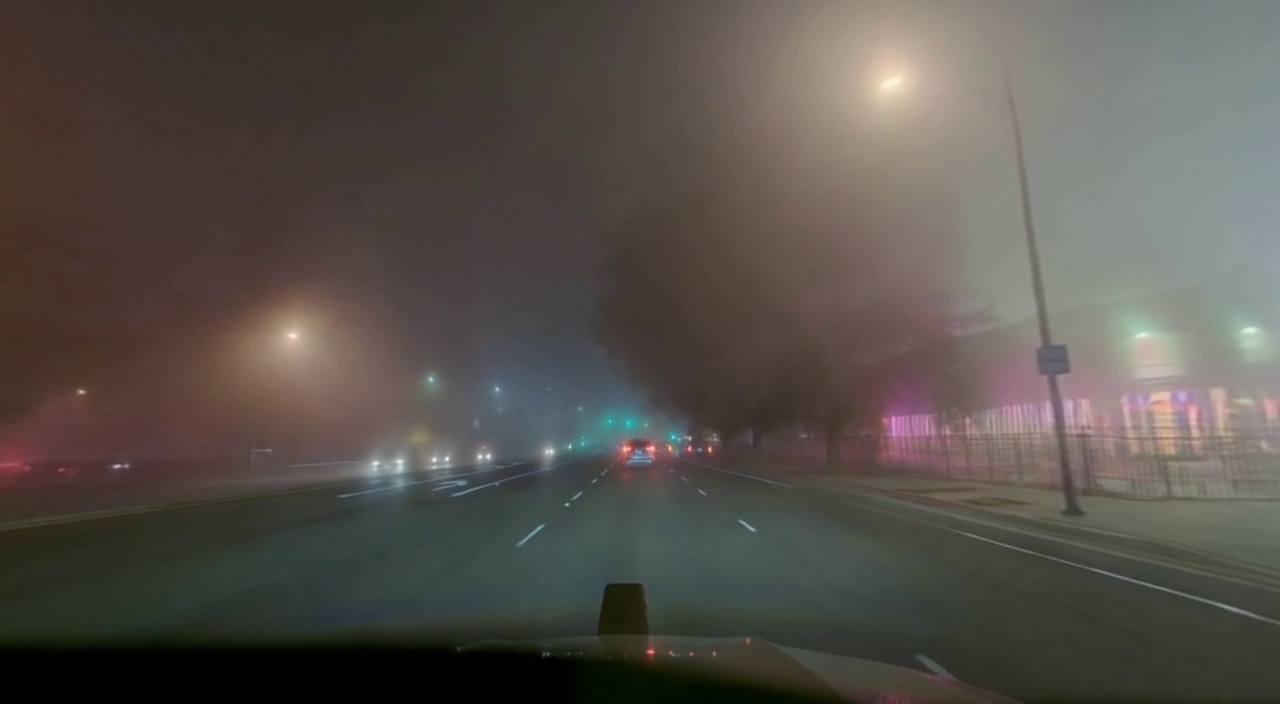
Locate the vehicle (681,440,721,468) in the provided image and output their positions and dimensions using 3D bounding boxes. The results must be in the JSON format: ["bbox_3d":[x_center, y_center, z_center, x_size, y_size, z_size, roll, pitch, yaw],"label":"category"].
[{"bbox_3d":[3.543,5.798,35.885,1.974,1.490,4.231,-2,-9,9],"label":"vehicle"}]

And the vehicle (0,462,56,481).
[{"bbox_3d":[-49.376,9.475,49.933,4.209,1.429,1.872,0,-8,-3],"label":"vehicle"}]

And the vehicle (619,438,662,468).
[{"bbox_3d":[0.107,5.979,37.615,2.000,1.671,4.276,-1,-8,8],"label":"vehicle"}]

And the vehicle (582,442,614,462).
[{"bbox_3d":[-3.272,7.847,49.630,2.189,1.441,4.350,0,-8,0],"label":"vehicle"}]

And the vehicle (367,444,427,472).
[{"bbox_3d":[-14.544,6.350,37.999,1.868,1.528,4.317,0,-8,0],"label":"vehicle"}]
